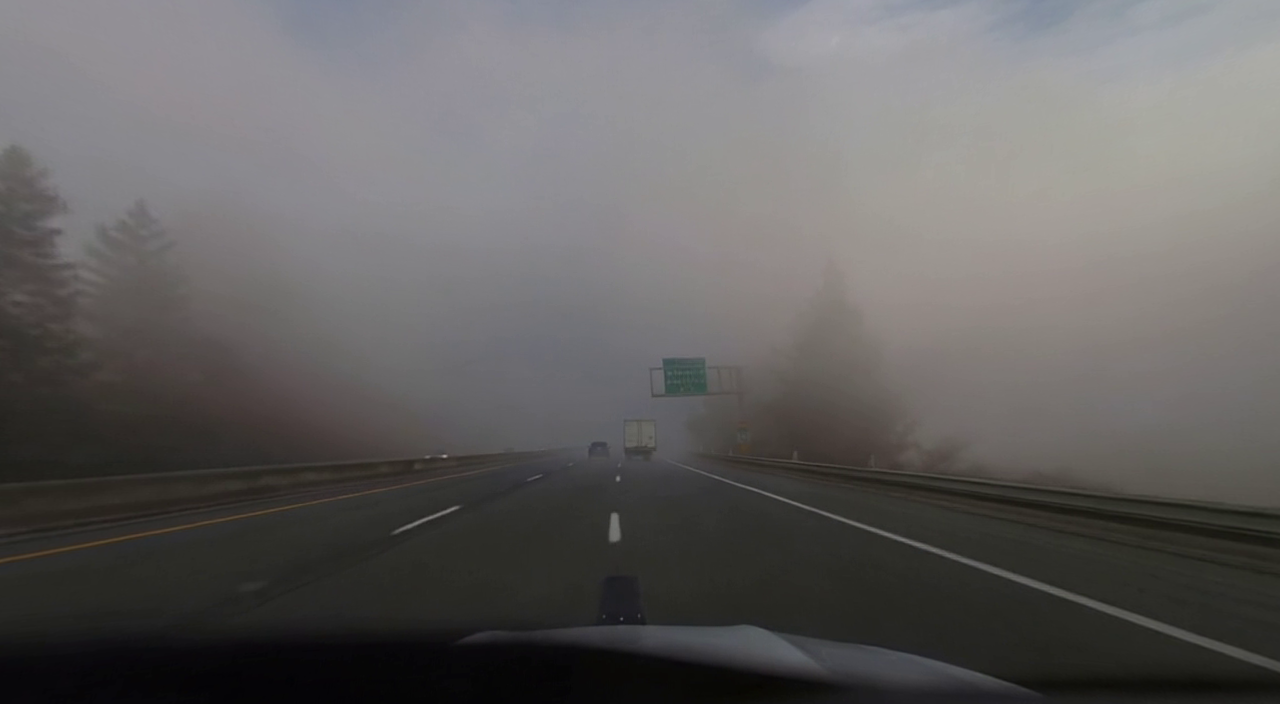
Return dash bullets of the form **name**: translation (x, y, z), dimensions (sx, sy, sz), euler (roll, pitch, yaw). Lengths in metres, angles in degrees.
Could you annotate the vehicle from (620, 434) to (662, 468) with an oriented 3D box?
- **vehicle**: translation (0.000, 5.891, 37.686), dimensions (2.139, 1.925, 4.312), euler (1, -9, -4)
